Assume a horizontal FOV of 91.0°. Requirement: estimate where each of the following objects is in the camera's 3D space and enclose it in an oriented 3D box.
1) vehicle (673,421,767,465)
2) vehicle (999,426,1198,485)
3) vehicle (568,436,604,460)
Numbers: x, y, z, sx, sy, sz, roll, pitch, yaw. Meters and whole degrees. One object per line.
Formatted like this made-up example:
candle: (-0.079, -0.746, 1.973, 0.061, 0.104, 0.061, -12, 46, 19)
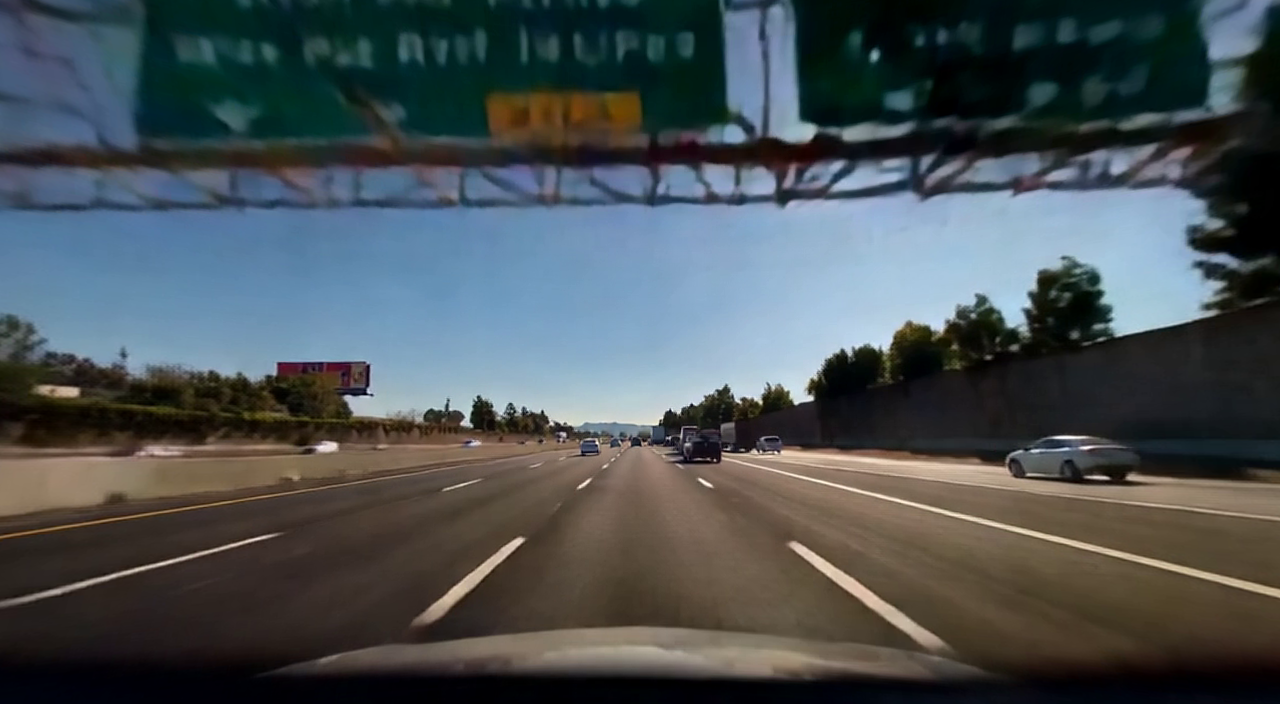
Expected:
vehicle: (4.009, 5.153, 35.522, 3.042, 2.004, 14.051, 0, -8, -2)
vehicle: (16.146, 3.679, 22.740, 2.261, 1.824, 5.678, 2, -9, -10)
vehicle: (-3.553, 6.459, 42.239, 2.066, 1.500, 4.415, 0, -8, 0)
